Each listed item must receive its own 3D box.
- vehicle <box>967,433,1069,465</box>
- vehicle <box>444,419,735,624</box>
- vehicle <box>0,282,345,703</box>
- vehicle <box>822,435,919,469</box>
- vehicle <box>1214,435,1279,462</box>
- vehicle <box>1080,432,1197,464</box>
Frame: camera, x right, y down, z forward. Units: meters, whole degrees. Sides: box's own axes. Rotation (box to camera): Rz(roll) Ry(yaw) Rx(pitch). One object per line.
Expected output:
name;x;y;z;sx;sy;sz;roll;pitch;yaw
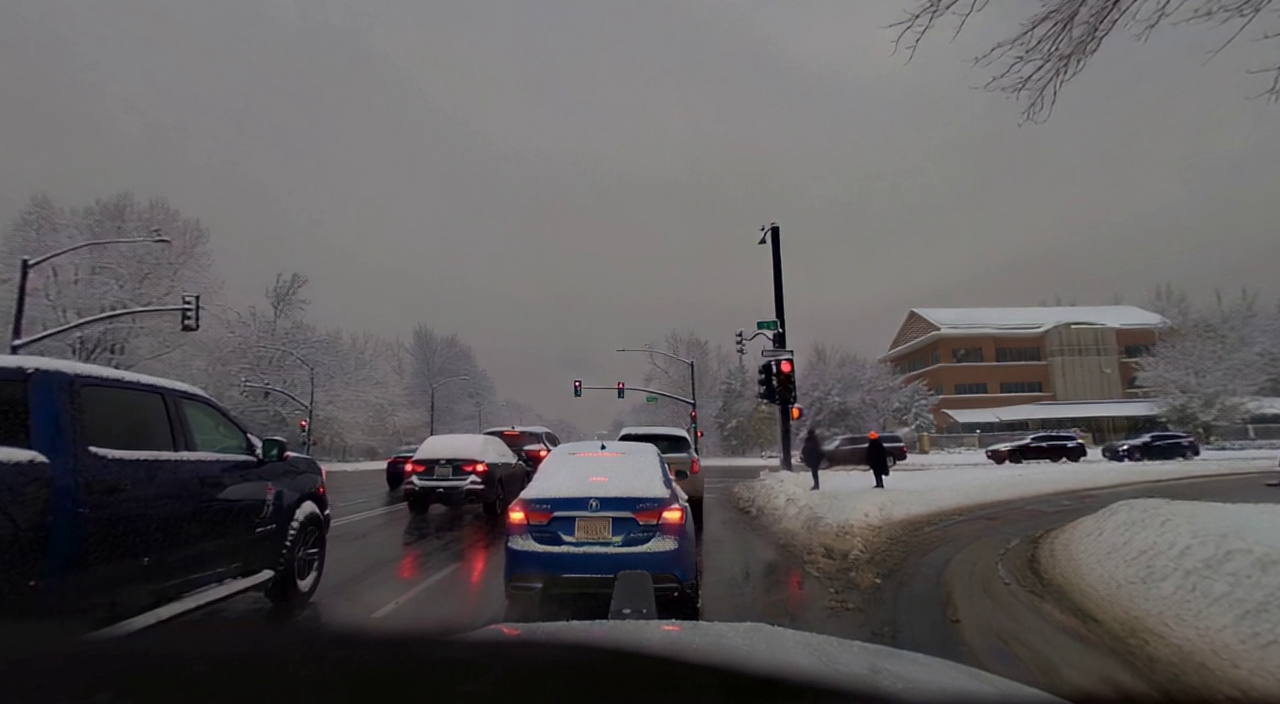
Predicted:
vehicle;21.939;5.658;36.709;4.529;1.786;2.110;0;-9;2
vehicle;-0.375;1.593;6.947;2.144;1.497;4.446;0;-9;0
vehicle;-3.687;0.750;2.822;2.202;1.961;4.980;0;-9;1
vehicle;12.200;5.341;33.624;4.394;1.724;1.886;0;-9;1
vehicle;36.257;5.519;36.144;4.643;1.464;1.840;0;-9;2
vehicle;28.933;5.577;36.712;4.967;1.794;2.044;0;-9;2
